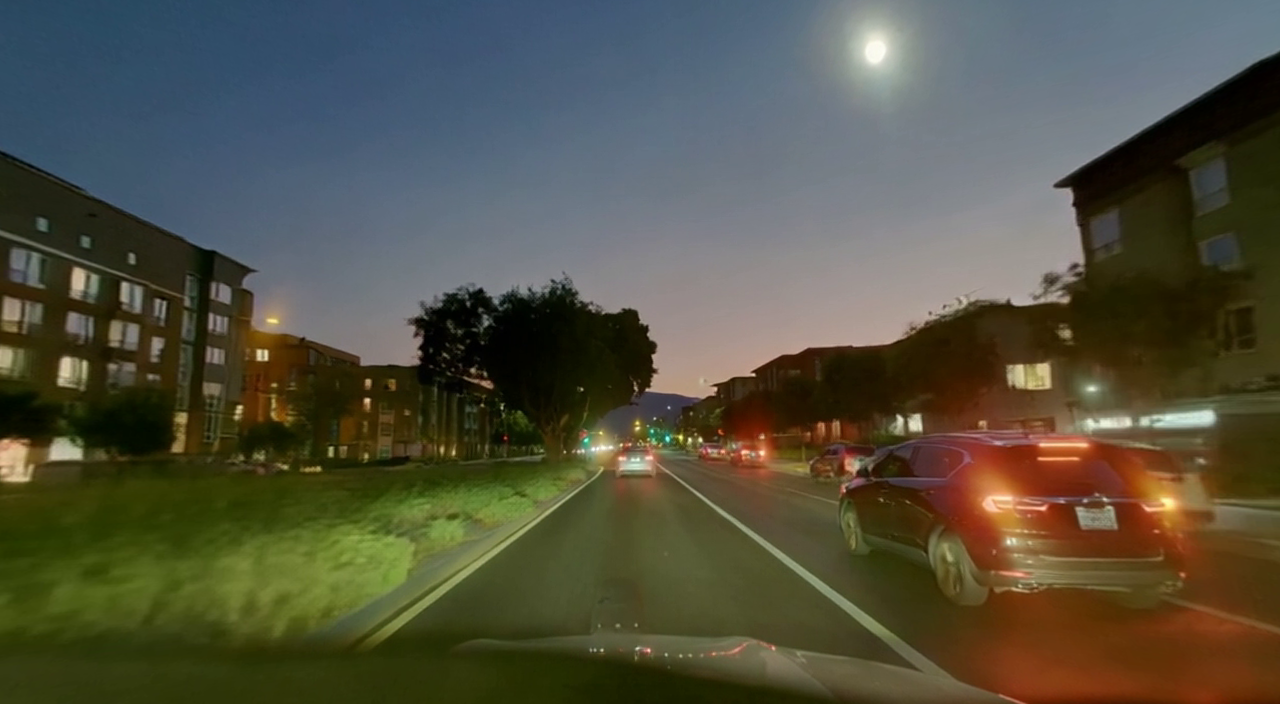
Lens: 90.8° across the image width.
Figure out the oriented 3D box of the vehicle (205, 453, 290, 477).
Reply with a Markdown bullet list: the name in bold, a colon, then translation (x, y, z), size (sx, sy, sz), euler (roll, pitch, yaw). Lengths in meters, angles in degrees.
- **vehicle**: translation (-27.927, 8.052, 45.082), size (4.732, 1.497, 2.077), euler (-2, -9, 3)

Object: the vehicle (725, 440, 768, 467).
- **vehicle**: translation (7.336, 7.027, 43.828), size (2.115, 1.739, 4.528), euler (0, -9, -1)

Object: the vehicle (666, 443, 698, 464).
- **vehicle**: translation (3.053, 7.445, 46.518), size (1.910, 1.474, 4.003), euler (0, -9, -2)

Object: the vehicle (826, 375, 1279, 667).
- **vehicle**: translation (3.372, 1.305, 5.860), size (1.949, 1.723, 4.020), euler (0, -9, -1)

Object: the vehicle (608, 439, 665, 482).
- **vehicle**: translation (-0.124, 4.127, 24.188), size (2.006, 1.487, 3.535), euler (-1, -9, 0)
